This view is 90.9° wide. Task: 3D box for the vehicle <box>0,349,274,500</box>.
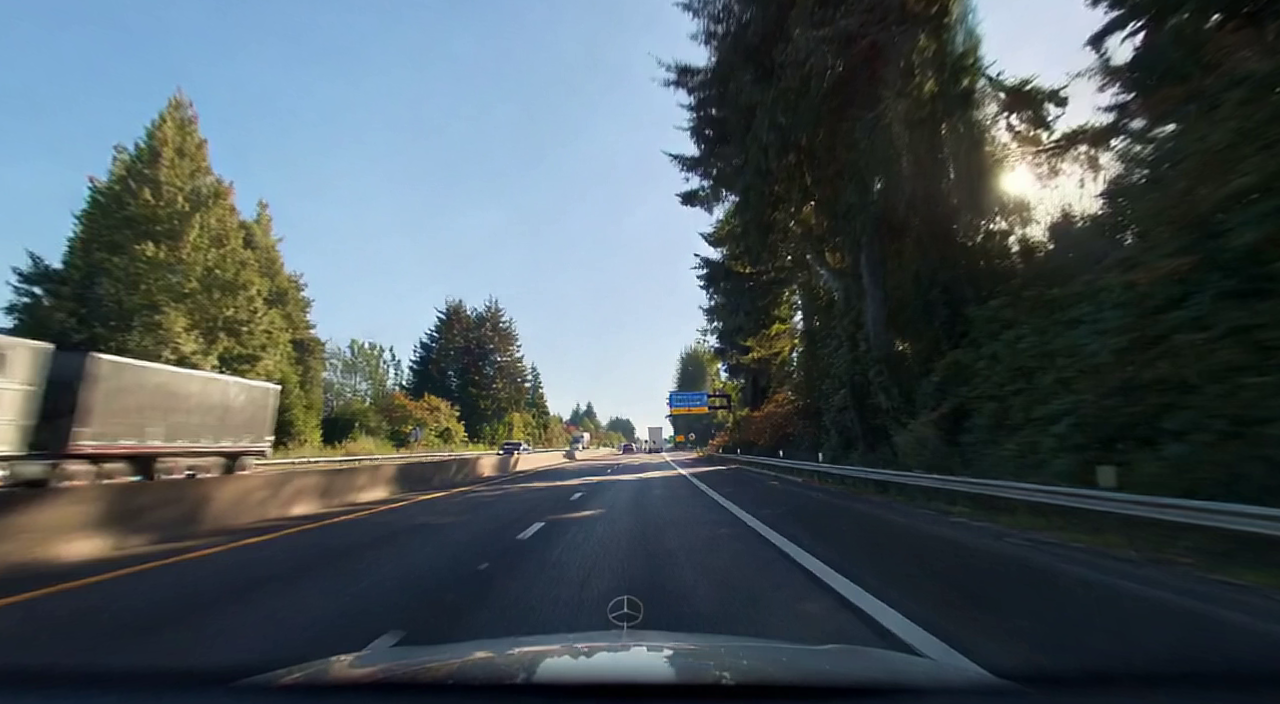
[{"bbox_3d":[-16.168,2.547,20.967,2.885,4.010,8.234,0,-9,0],"label":"vehicle"}]
